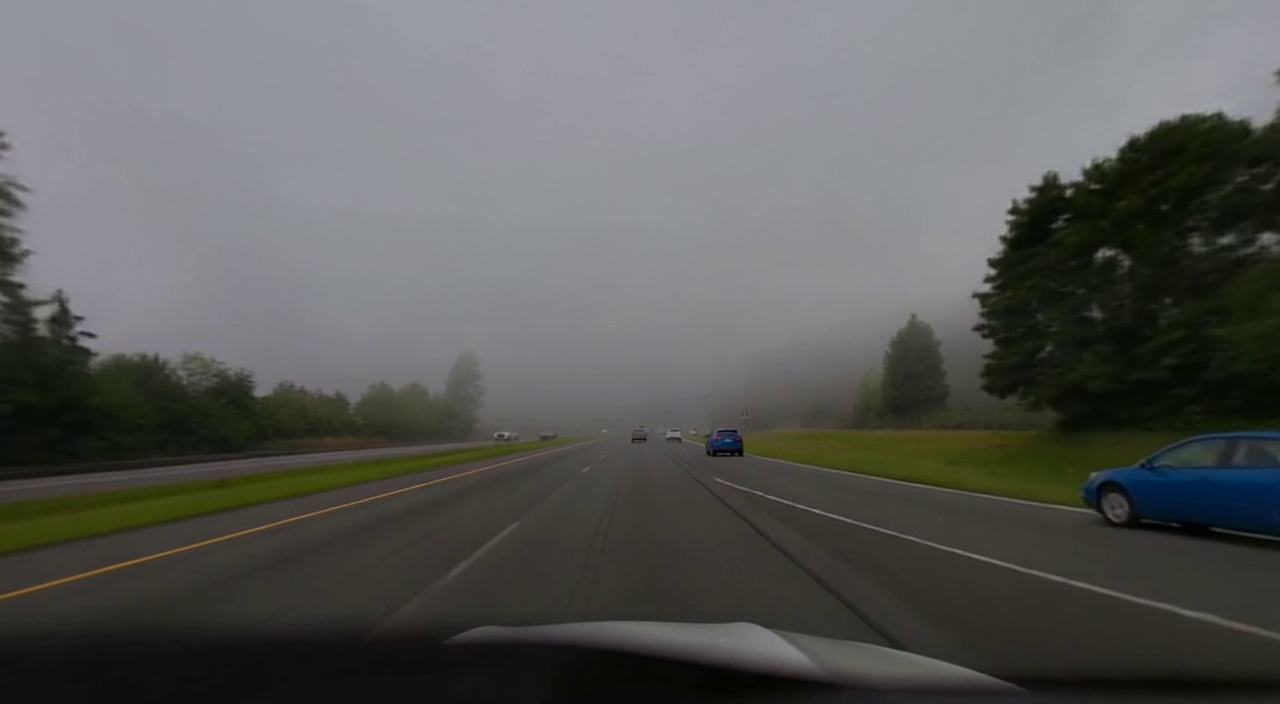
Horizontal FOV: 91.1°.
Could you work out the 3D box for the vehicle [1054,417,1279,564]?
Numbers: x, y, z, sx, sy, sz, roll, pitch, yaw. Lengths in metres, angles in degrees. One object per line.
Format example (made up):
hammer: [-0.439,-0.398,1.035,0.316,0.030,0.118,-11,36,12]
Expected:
vehicle: [7.421,1.491,7.023,1.992,1.486,4.406,2,-8,-13]

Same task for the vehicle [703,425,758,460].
vehicle: [4.091,4.174,29.111,1.765,1.510,3.762,0,-8,-4]
